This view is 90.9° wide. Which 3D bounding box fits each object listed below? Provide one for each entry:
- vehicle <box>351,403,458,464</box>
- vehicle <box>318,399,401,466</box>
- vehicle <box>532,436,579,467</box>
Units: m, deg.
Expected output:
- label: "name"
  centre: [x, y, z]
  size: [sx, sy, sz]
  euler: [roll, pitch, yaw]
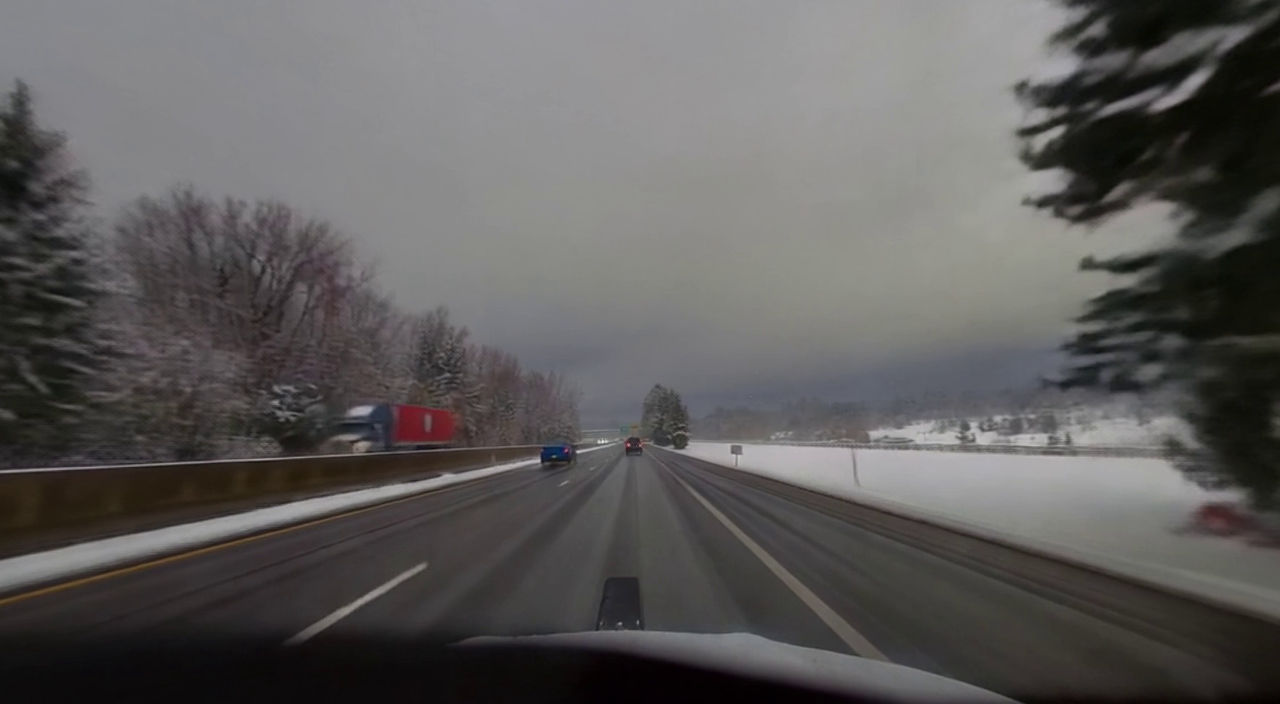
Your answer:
- label: "vehicle"
  centre: [-17.306, 6.289, 47.909]
  size: [2.878, 3.898, 13.768]
  euler: [0, -8, 0]
- label: "vehicle"
  centre: [-17.178, 4.986, 38.891]
  size: [2.983, 3.859, 4.101]
  euler: [0, -8, 1]
- label: "vehicle"
  centre: [-4.498, 5.362, 34.165]
  size: [2.002, 1.553, 4.247]
  euler: [0, -8, 0]
